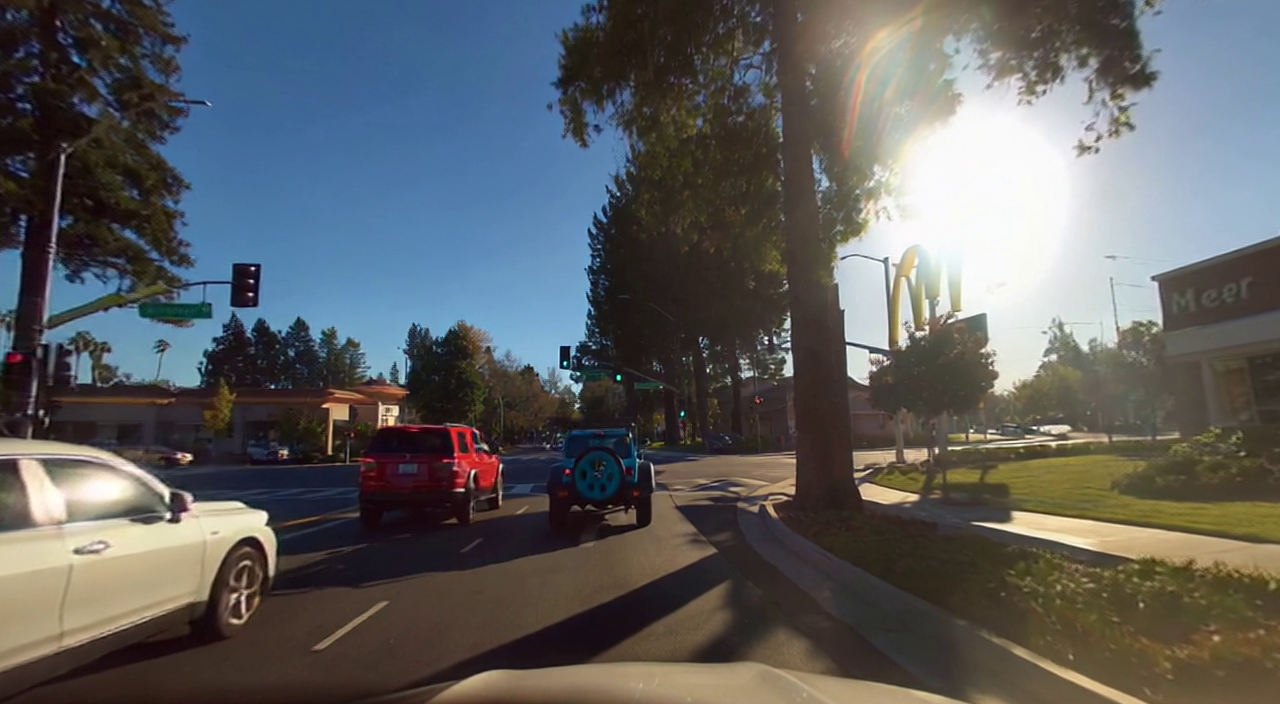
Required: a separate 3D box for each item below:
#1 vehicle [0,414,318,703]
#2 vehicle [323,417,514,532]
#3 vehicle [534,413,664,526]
[{"bbox_3d":[-3.910,1.110,3.437,1.941,1.479,4.541,0,-8,-1],"label":"vehicle"},{"bbox_3d":[-3.987,2.283,12.378,2.130,1.819,4.497,0,-8,-1],"label":"vehicle"},{"bbox_3d":[-0.781,2.369,13.260,2.224,1.923,4.643,0,-8,-2],"label":"vehicle"}]
